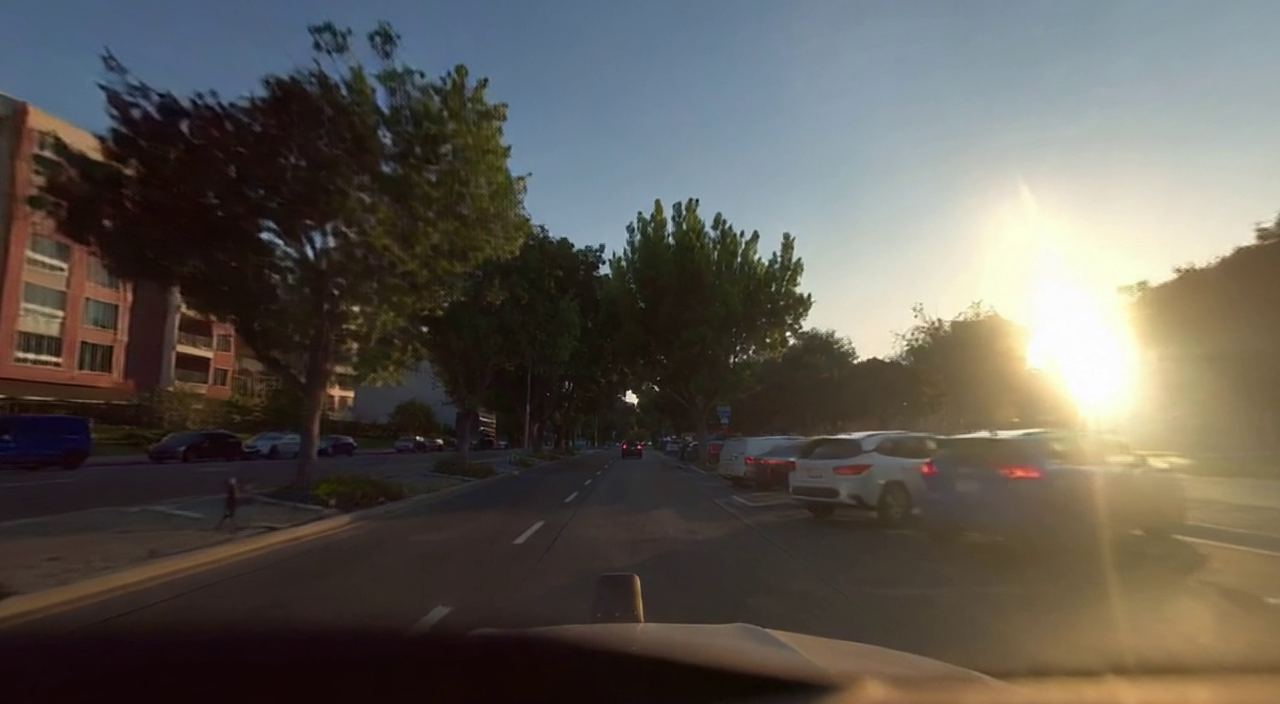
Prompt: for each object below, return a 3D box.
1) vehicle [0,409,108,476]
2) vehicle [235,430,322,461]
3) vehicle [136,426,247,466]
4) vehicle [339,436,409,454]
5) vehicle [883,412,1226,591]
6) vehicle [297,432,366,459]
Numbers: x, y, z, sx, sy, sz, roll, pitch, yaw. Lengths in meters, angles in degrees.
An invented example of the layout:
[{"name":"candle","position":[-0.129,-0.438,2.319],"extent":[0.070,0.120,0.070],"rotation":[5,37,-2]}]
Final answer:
[{"name":"vehicle","position":[-18.676,2.609,18.465],"extent":[1.972,1.839,4.553],"rotation":[3,-8,1]},{"name":"vehicle","position":[-18.601,4.836,32.648],"extent":[1.811,1.502,4.639],"rotation":[0,-8,0]},{"name":"vehicle","position":[-18.673,3.944,26.468],"extent":[1.807,1.501,4.134],"rotation":[0,-8,-3]},{"name":"vehicle","position":[-19.403,6.804,46.325],"extent":[2.389,1.206,6.247],"rotation":[-1,-7,1]},{"name":"vehicle","position":[4.912,1.529,7.323],"extent":[4.047,1.497,1.898],"rotation":[5,-10,-36]},{"name":"vehicle","position":[-18.869,5.757,38.754],"extent":[1.869,1.494,4.833],"rotation":[0,-8,-2]}]
